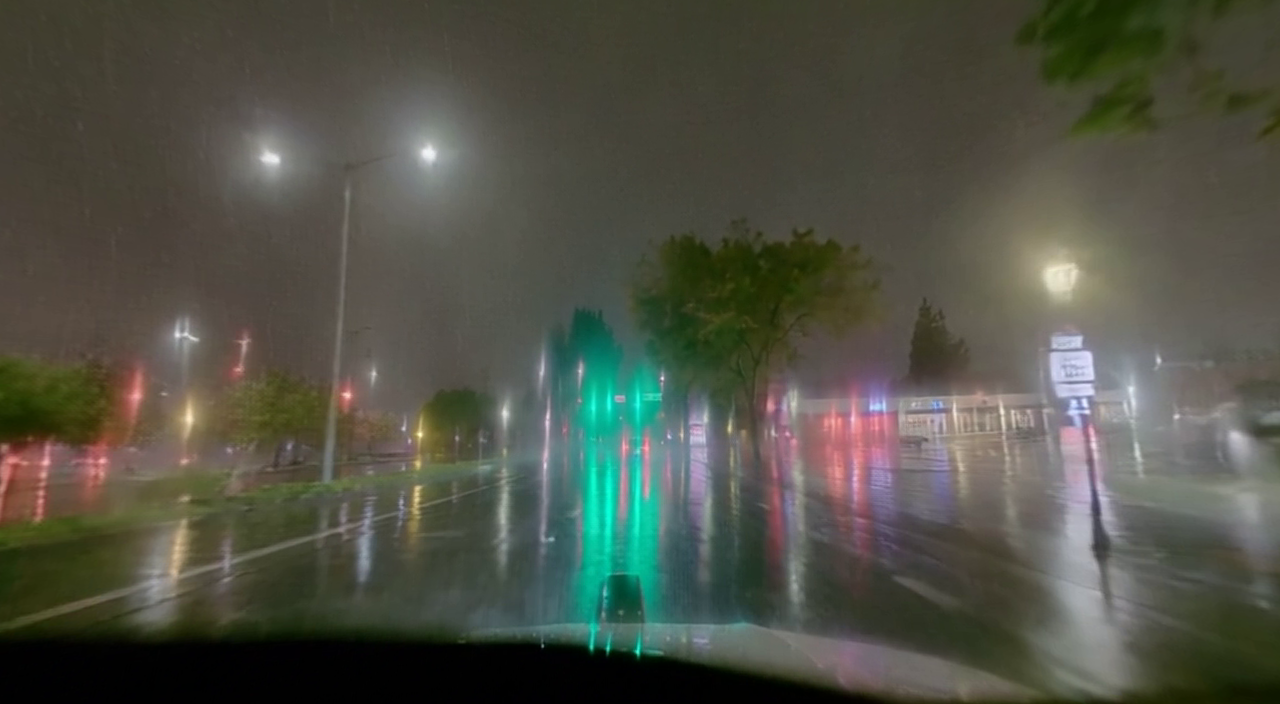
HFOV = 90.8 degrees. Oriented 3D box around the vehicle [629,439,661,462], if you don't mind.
[{"bbox_3d":[0.297,6.739,43.432,2.115,1.461,3.976,0,-8,-1],"label":"vehicle"}]
